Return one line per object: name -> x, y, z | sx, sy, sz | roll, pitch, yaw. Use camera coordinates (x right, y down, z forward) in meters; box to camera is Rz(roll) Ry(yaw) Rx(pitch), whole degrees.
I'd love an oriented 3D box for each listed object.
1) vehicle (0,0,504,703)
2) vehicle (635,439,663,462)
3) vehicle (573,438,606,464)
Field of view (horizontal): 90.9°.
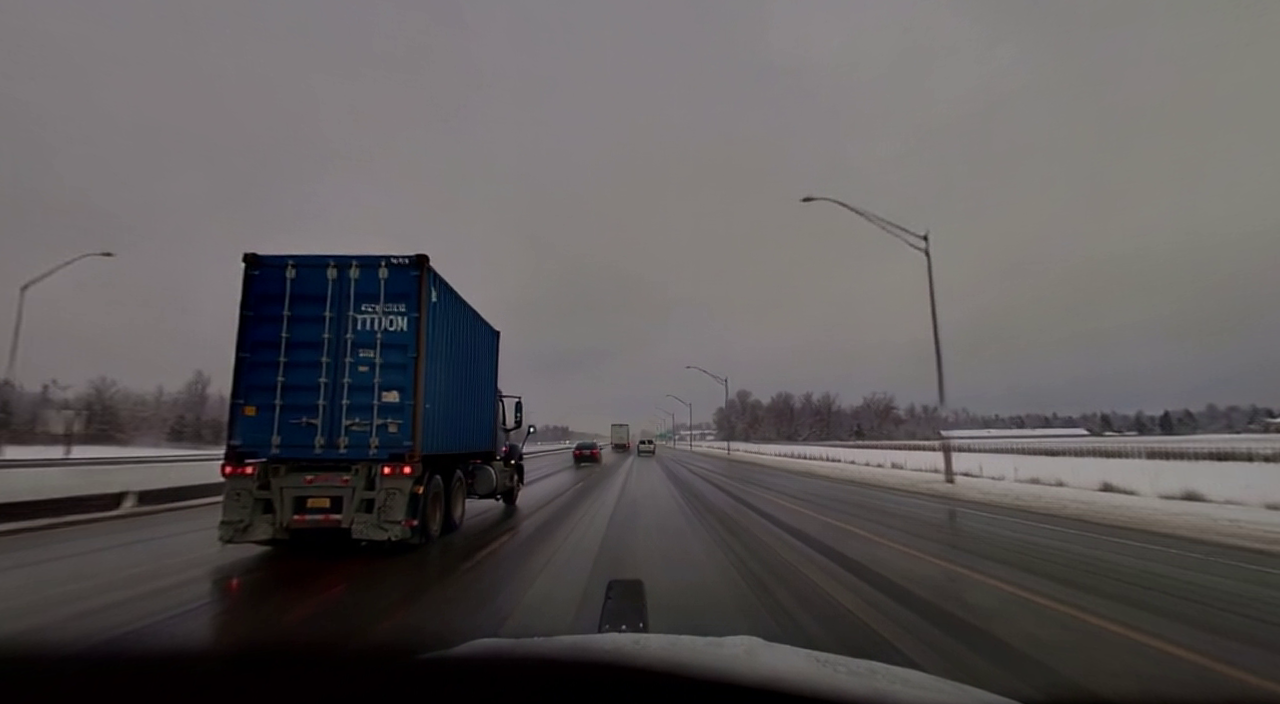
vehicle -> -3.969, -0.034, 4.111 | 2.840, 4.032, 13.388 | 0, -8, 2
vehicle -> 0.677, 7.761, 49.785 | 2.136, 1.718, 4.157 | 0, -8, 0
vehicle -> -3.556, 7.082, 45.339 | 1.995, 1.745, 4.187 | 0, -8, 1
